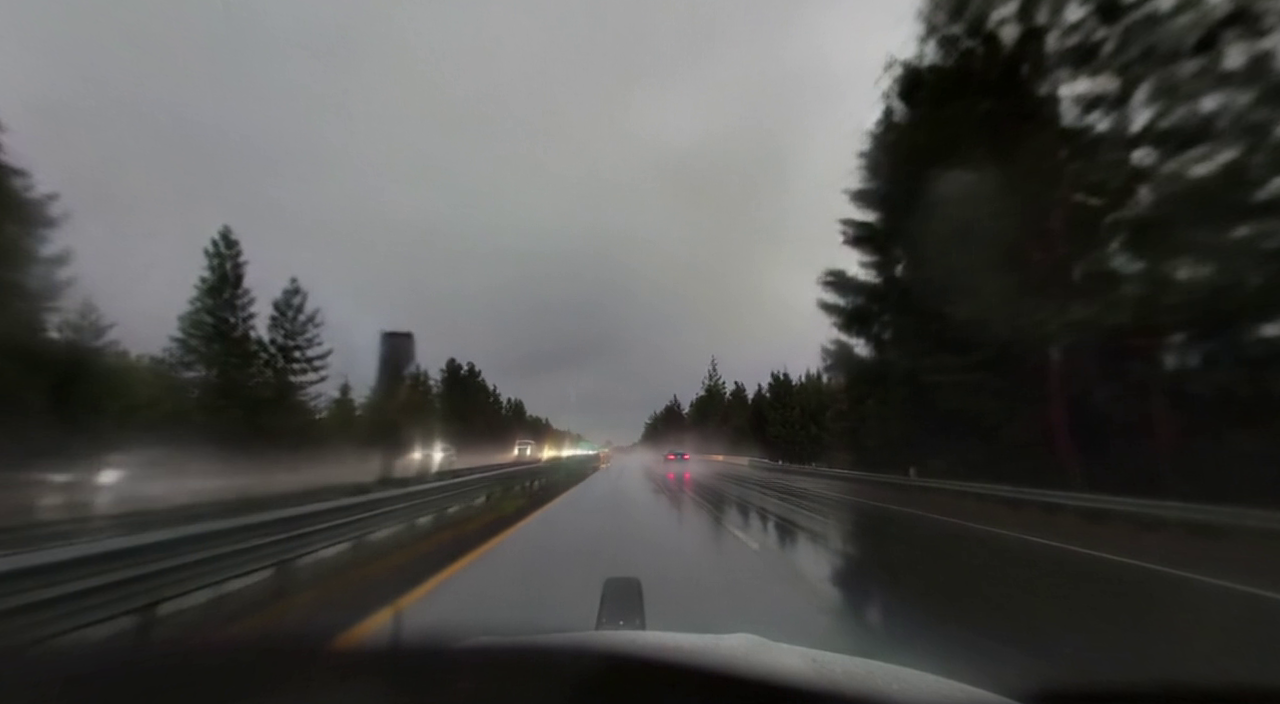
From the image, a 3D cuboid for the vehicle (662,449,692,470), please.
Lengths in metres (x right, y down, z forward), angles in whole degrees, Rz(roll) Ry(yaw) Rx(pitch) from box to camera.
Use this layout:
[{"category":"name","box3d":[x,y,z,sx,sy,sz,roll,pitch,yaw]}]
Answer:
[{"category":"vehicle","box3d":[2.758,8.105,47.658,1.870,1.486,3.858,0,-9,-2]}]
